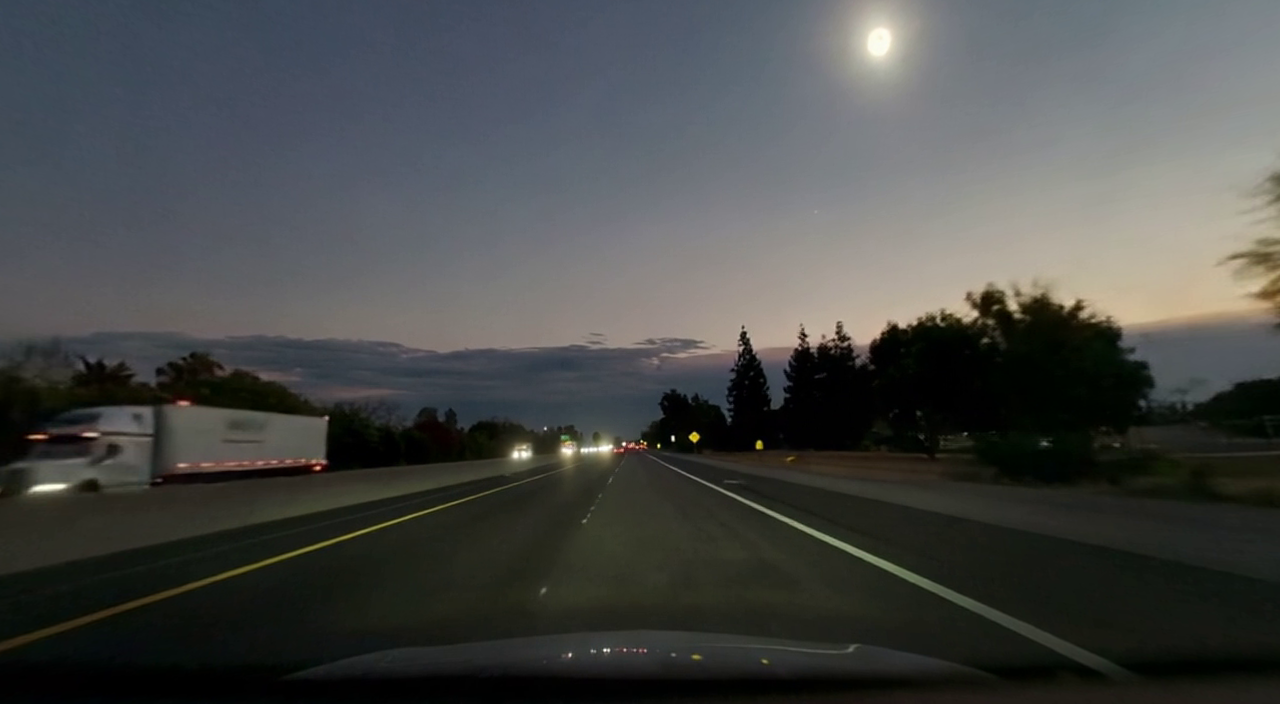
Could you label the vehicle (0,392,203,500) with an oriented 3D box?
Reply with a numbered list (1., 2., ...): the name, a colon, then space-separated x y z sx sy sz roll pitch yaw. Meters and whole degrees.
1. vehicle: -21.018 3.705 25.043 2.978 3.740 5.936 0 -9 -1
